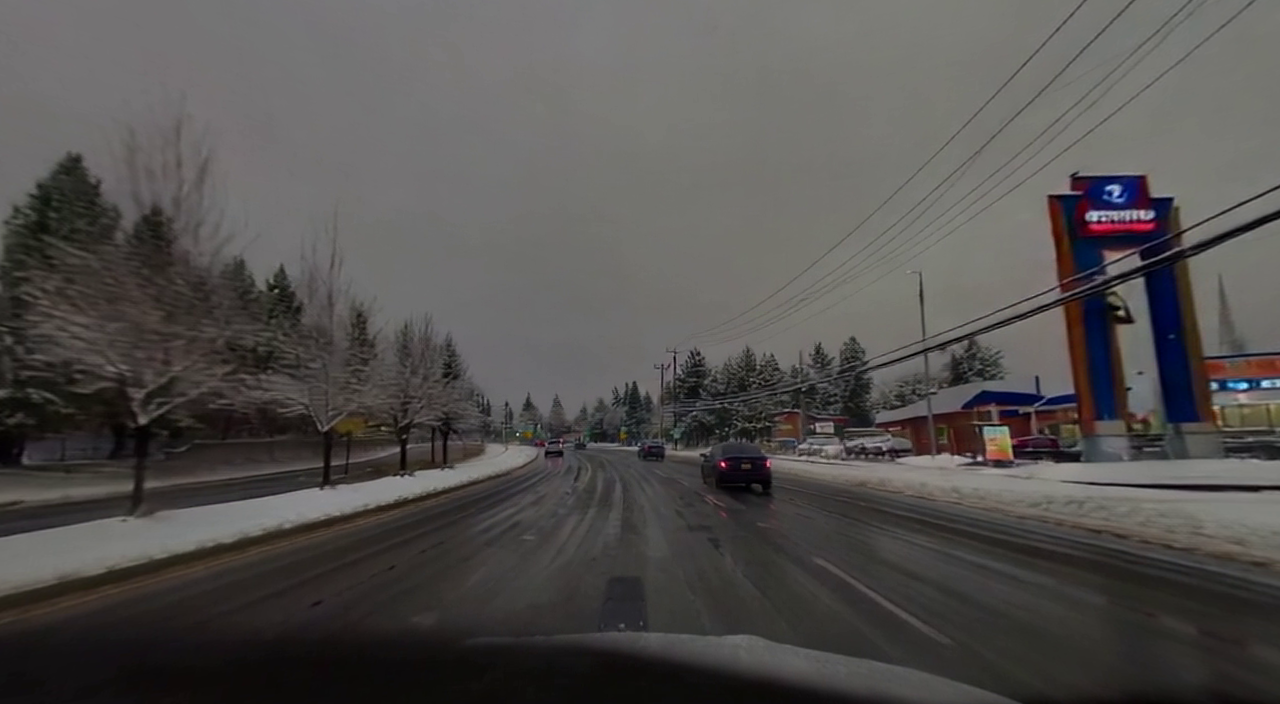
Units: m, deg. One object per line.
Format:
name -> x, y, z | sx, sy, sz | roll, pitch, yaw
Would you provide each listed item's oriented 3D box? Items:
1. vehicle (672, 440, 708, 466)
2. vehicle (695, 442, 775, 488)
vehicle -> 3.572, 7.338, 46.003 | 2.250, 1.723, 4.424 | 0, -8, 0
vehicle -> 3.277, 3.991, 22.675 | 2.130, 1.476, 4.453 | 0, -8, -1
